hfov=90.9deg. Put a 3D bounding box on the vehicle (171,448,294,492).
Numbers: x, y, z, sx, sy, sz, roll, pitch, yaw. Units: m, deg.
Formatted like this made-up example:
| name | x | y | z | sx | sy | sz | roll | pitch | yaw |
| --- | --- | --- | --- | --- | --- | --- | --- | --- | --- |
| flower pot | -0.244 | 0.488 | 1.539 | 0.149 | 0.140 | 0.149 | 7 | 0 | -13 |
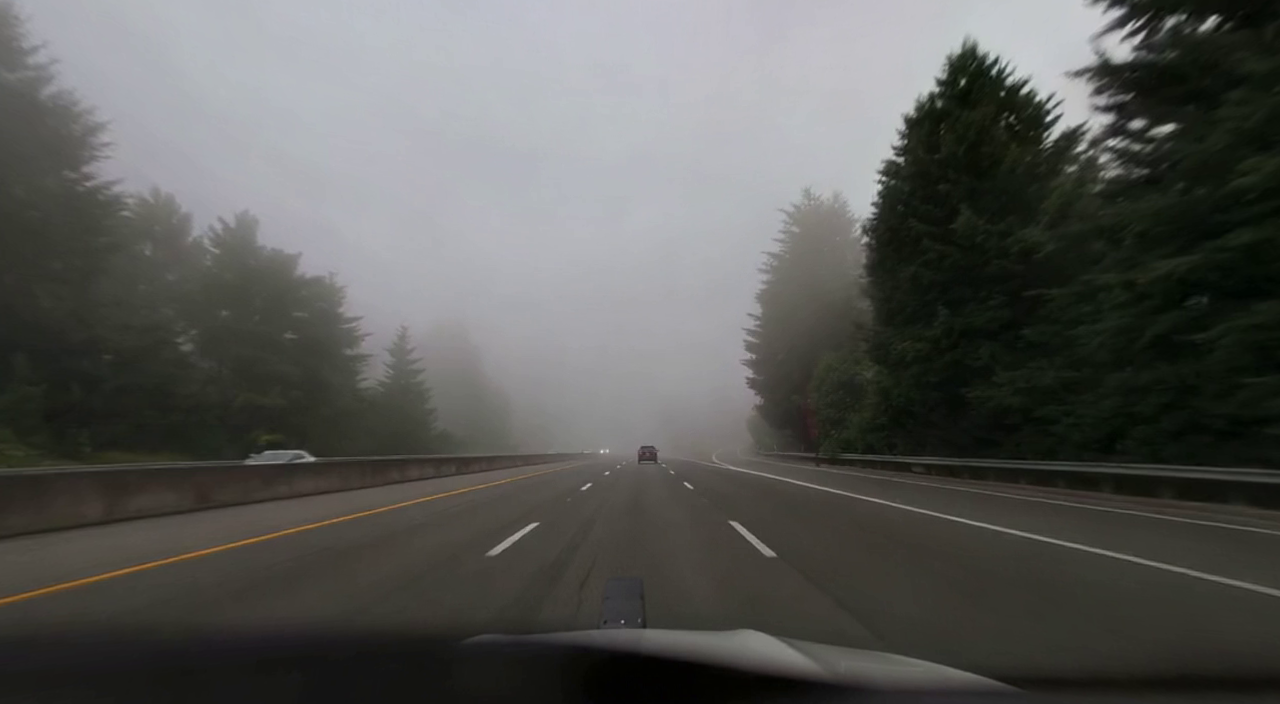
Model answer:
| name | x | y | z | sx | sy | sz | roll | pitch | yaw |
| --- | --- | --- | --- | --- | --- | --- | --- | --- | --- |
| vehicle | -15.977 | 4.632 | 25.063 | 1.938 | 1.572 | 4.370 | 0 | -9 | 0 |
